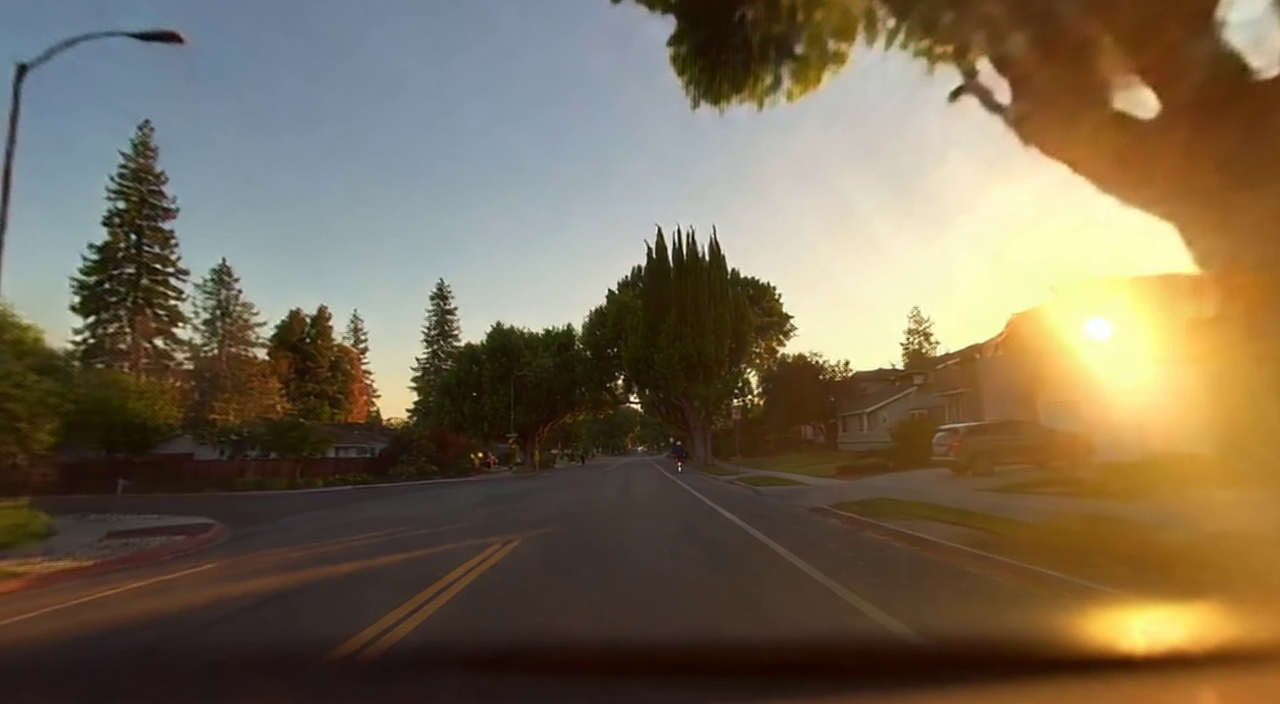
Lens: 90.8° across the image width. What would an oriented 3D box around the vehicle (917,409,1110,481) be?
[{"bbox_3d":[10.318,2.606,17.764,4.146,1.866,1.897,-1,-9,6],"label":"vehicle"}]
